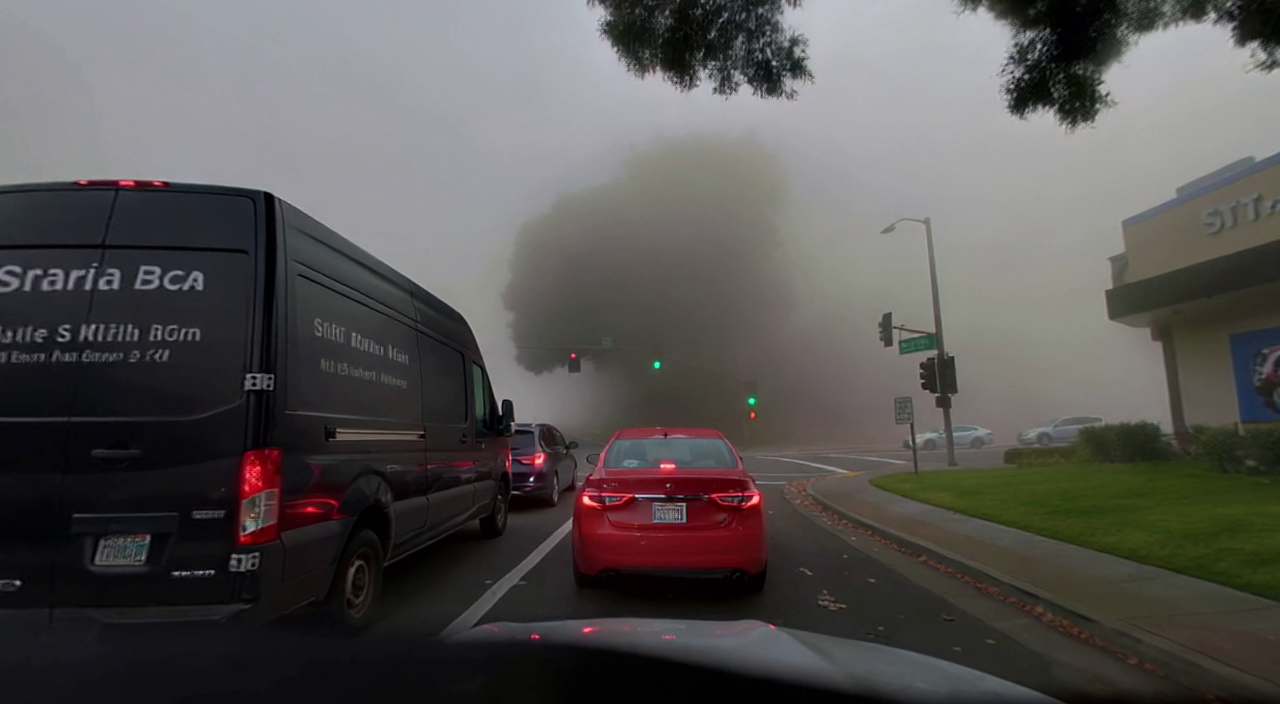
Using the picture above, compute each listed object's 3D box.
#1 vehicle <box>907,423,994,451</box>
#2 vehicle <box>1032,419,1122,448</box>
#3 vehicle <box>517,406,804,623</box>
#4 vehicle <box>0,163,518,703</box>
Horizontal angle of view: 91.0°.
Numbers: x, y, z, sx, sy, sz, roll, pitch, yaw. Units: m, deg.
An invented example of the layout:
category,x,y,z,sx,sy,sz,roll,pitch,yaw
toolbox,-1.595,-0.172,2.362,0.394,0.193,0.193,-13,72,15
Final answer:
category,x,y,z,sx,sy,sz,roll,pitch,yaw
vehicle,21.944,6.042,44.590,5.021,1.848,2.210,1,-9,-9
vehicle,32.000,6.026,46.171,5.084,2.041,2.360,1,-9,-9
vehicle,0.314,1.666,7.471,2.398,1.773,4.254,-1,-8,4
vehicle,-3.072,0.893,6.025,2.555,3.035,5.702,0,-8,1
